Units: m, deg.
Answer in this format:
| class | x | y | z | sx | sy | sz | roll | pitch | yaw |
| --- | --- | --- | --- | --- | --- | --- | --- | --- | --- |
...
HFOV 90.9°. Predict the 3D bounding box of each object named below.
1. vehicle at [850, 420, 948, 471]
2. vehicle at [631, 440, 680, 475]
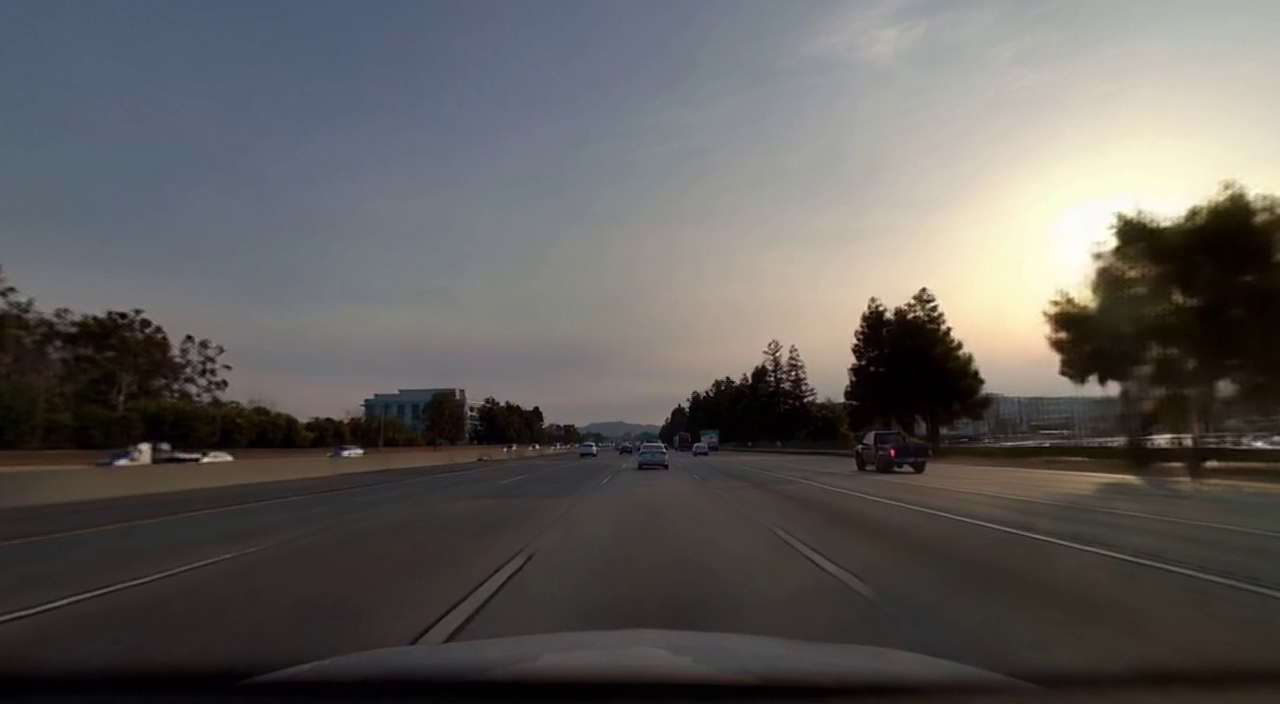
| class | x | y | z | sx | sy | sz | roll | pitch | yaw |
| --- | --- | --- | --- | --- | --- | --- | --- | --- | --- |
| vehicle | 13.275 | 4.856 | 32.886 | 2.336 | 2.415 | 6.056 | 0 | -8 | -2 |
| vehicle | 0.683 | 4.835 | 29.120 | 2.112 | 1.482 | 4.082 | 0 | -8 | 0 |
